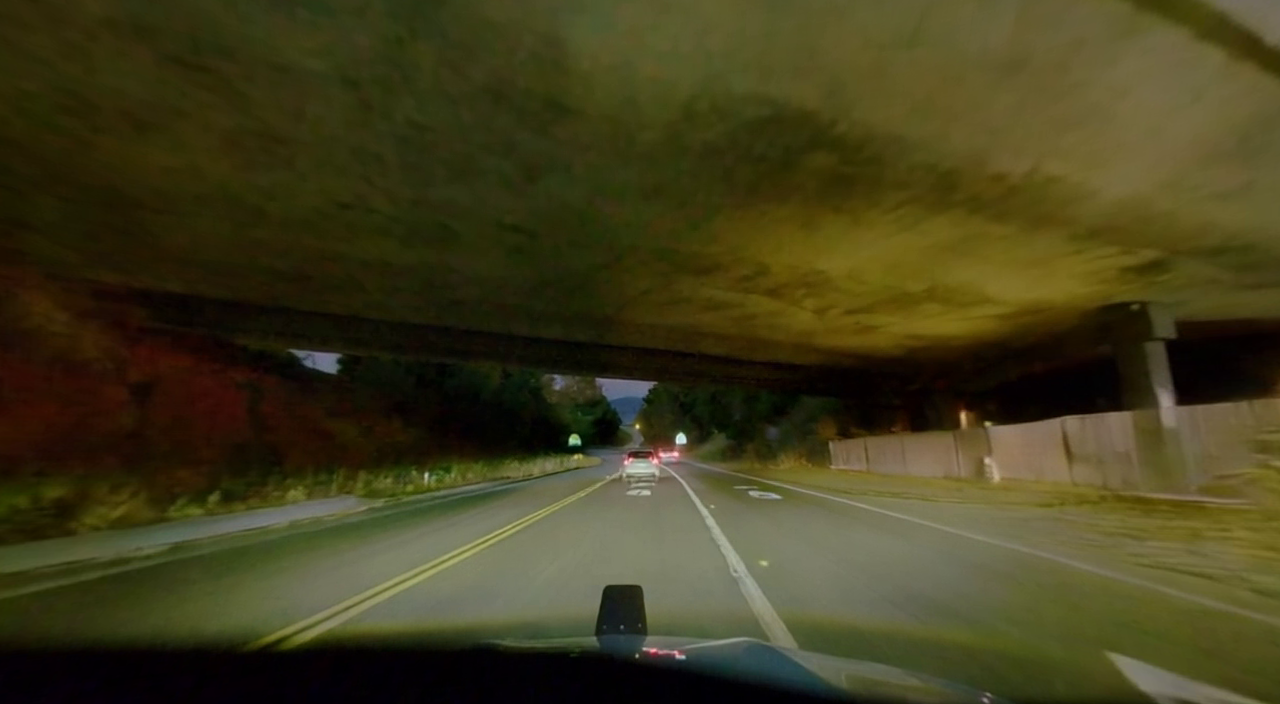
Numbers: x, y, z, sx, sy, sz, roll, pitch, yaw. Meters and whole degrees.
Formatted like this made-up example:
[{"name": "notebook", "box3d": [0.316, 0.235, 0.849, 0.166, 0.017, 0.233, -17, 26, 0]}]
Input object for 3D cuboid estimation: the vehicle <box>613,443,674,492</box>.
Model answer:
[{"name": "vehicle", "box3d": [0.164, 4.140, 22.762, 2.037, 1.601, 3.643, 0, -9, 2]}]
